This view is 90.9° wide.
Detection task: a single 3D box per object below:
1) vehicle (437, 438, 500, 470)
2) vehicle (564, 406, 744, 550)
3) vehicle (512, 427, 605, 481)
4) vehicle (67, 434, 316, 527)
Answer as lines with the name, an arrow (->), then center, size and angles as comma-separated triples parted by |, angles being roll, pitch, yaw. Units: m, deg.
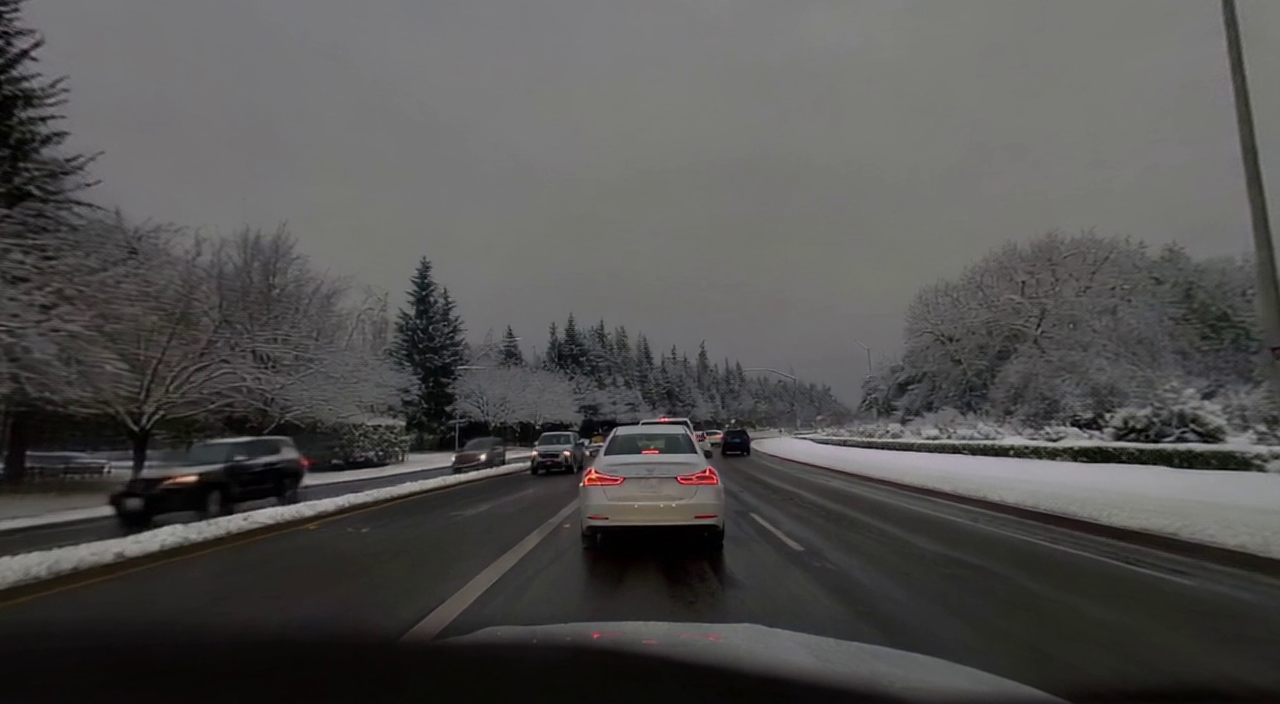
vehicle -> -9.791, 5.854, 36.409 | 2.005, 1.701, 4.355 | -1, -8, 6
vehicle -> 0.176, 1.818, 9.726 | 2.154, 1.710, 4.128 | -1, -8, 0
vehicle -> -2.868, 3.771, 23.568 | 2.057, 1.786, 4.725 | -2, -8, 11
vehicle -> -10.030, 2.869, 14.796 | 2.039, 1.769, 4.911 | -1, -8, 3
